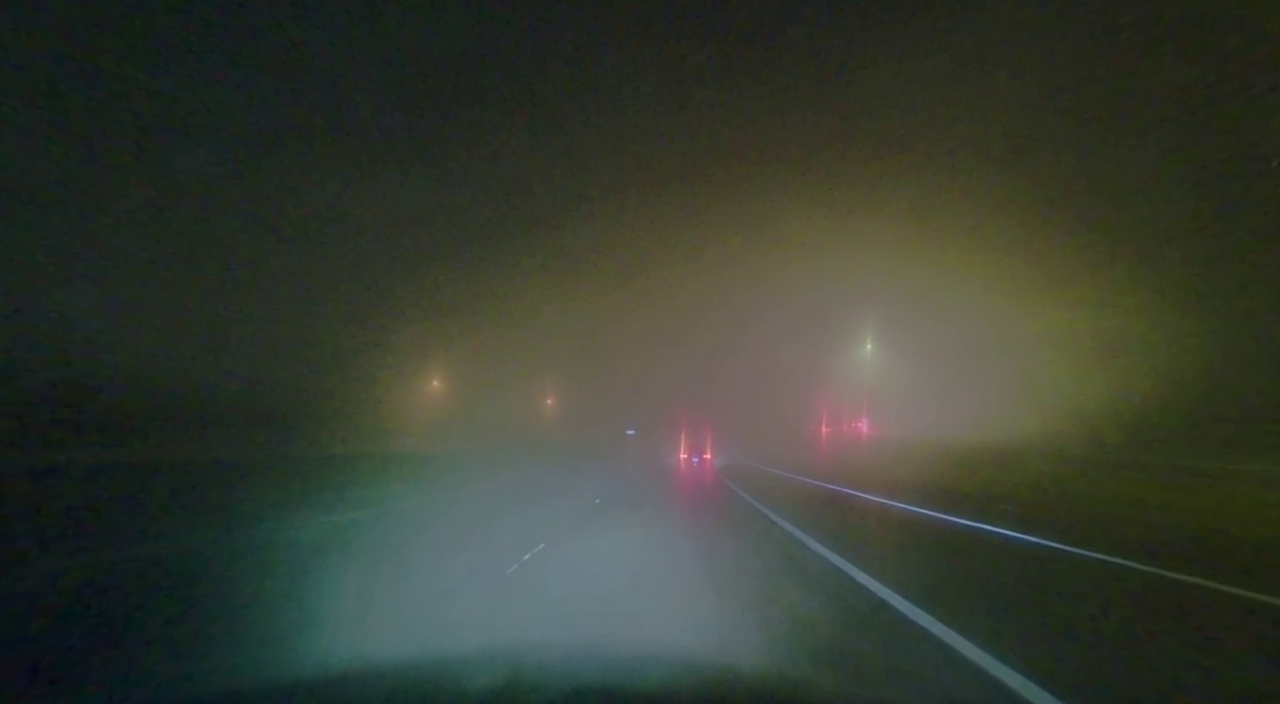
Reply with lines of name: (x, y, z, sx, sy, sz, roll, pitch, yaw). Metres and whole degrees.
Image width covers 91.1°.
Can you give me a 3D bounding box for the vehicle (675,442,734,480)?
vehicle: (2.549, 4.430, 25.763, 2.124, 1.405, 4.398, 0, -8, 3)
